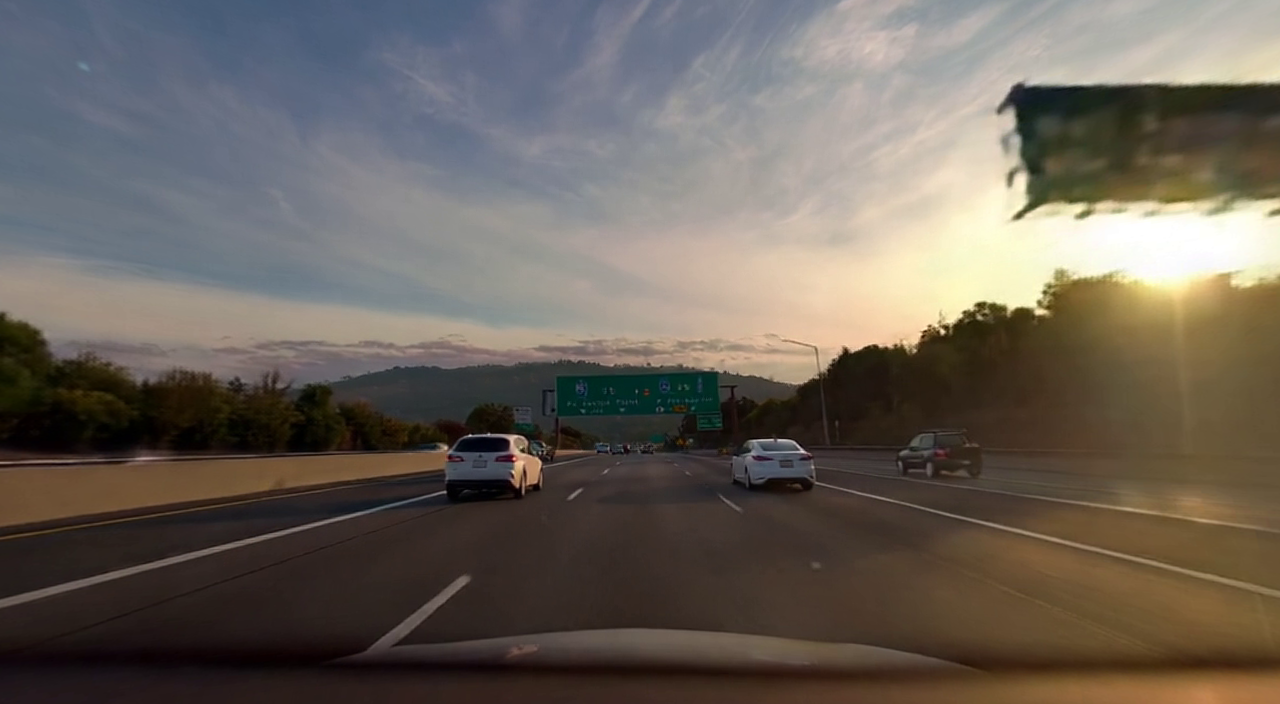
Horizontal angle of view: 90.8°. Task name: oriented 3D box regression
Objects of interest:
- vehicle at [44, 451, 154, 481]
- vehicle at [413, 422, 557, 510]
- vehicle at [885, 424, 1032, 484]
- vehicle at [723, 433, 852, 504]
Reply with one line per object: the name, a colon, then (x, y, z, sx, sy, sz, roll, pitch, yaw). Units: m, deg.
vehicle: (-30.465, 6.403, 35.792, 1.868, 1.496, 4.875, 0, -8, 0)
vehicle: (-3.407, 2.613, 14.928, 2.193, 1.746, 4.512, 0, -8, 1)
vehicle: (11.171, 3.637, 22.801, 2.223, 1.865, 5.704, 0, -8, -1)
vehicle: (3.603, 2.944, 16.497, 2.107, 1.550, 4.949, 0, -8, -1)
